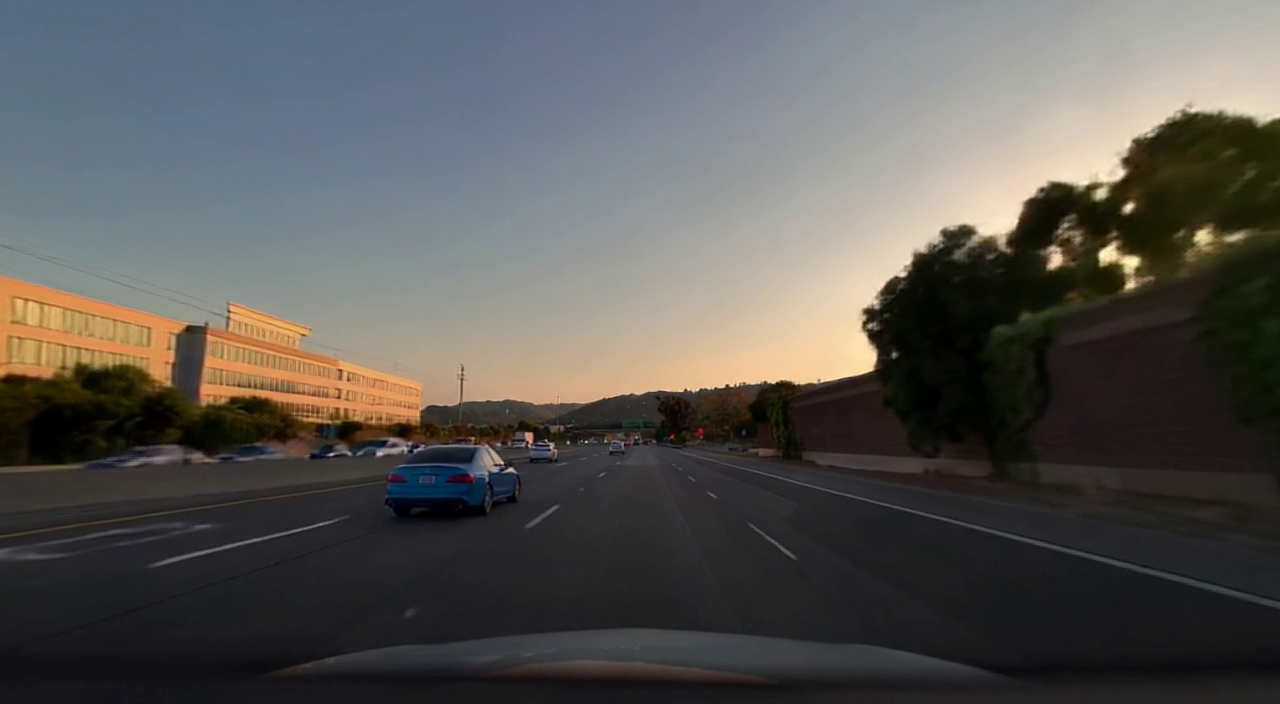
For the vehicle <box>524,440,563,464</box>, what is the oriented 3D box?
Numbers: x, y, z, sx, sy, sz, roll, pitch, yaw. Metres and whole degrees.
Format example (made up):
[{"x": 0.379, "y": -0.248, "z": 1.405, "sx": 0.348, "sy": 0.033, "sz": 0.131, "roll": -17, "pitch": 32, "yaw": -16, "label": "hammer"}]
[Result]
[{"x": -7.096, "y": 7.388, "z": 46.799, "sx": 2.118, "sy": 1.675, "sz": 4.395, "roll": 0, "pitch": -8, "yaw": 1, "label": "vehicle"}]

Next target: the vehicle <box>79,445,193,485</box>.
[{"x": -24.718, "y": 5.526, "z": 31.188, "sx": 1.890, "sy": 1.792, "sz": 4.469, "roll": 0, "pitch": -8, "yaw": 0, "label": "vehicle"}]

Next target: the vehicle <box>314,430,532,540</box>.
[{"x": -3.550, "y": 2.281, "z": 11.600, "sx": 2.144, "sy": 1.565, "sz": 4.951, "roll": 0, "pitch": -8, "yaw": 1, "label": "vehicle"}]

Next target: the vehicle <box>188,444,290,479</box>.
[{"x": -21.019, "y": 5.744, "z": 33.391, "sx": 2.038, "sy": 1.683, "sz": 4.989, "roll": 0, "pitch": -8, "yaw": 1, "label": "vehicle"}]
